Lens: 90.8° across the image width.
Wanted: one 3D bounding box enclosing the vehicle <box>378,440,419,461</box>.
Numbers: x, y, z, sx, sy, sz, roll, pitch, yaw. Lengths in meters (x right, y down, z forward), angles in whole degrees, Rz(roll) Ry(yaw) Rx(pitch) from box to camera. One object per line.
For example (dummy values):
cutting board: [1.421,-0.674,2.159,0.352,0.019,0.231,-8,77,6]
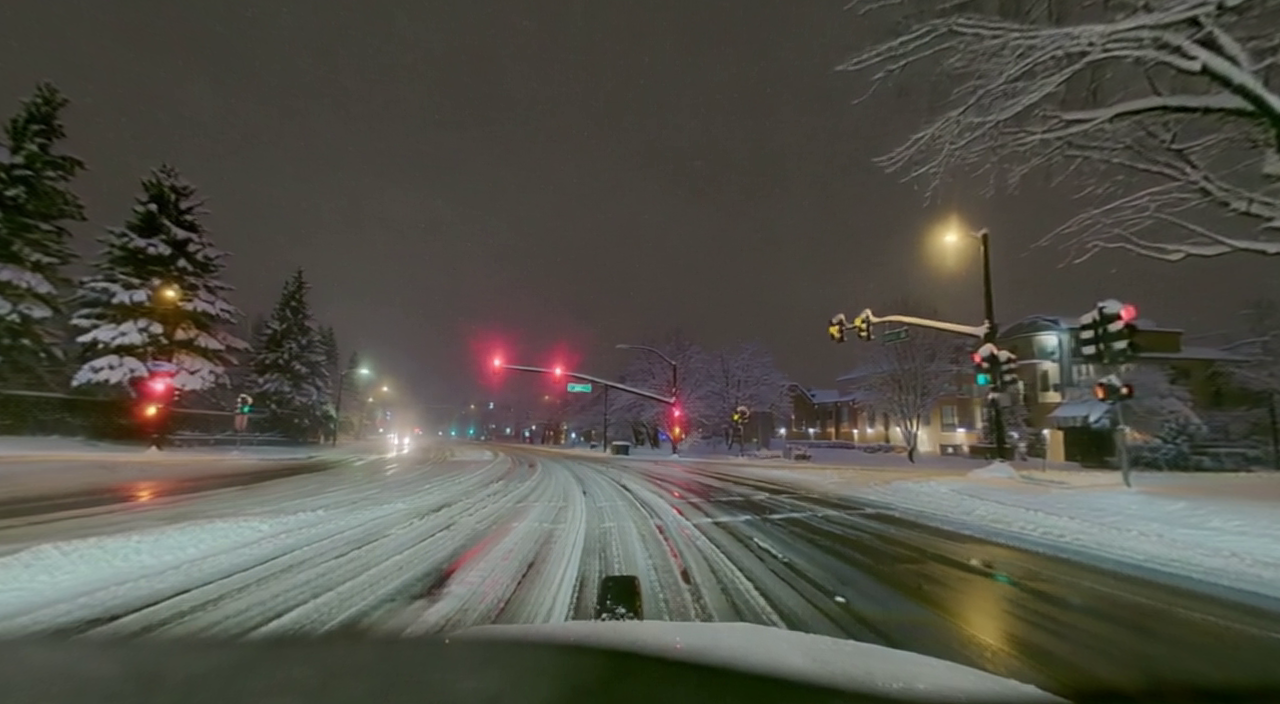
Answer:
vehicle: [-17.912,7.303,47.075,1.969,1.464,4.485,1,-9,-10]
